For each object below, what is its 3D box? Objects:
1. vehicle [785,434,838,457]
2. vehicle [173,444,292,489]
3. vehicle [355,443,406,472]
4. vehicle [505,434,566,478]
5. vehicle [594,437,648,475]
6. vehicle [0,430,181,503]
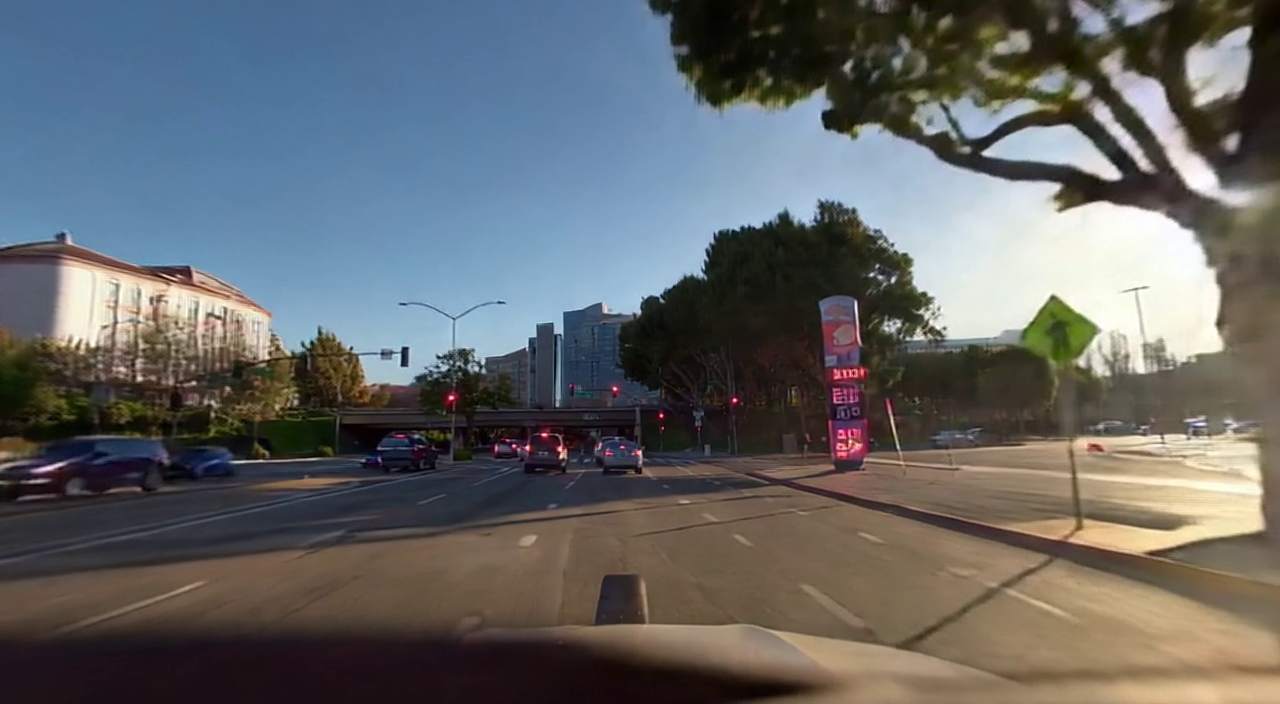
[{"bbox_3d":[13.022,7.089,47.770,4.166,1.622,1.908,8,-12,-43],"label":"vehicle"},{"bbox_3d":[-15.799,4.430,24.864,1.968,1.557,4.650,1,-9,-6],"label":"vehicle"},{"bbox_3d":[-17.803,7.256,43.542,1.985,1.537,4.013,-5,-6,-4],"label":"vehicle"},{"bbox_3d":[-4.181,4.235,26.030,2.057,1.610,4.891,0,-9,-4],"label":"vehicle"},{"bbox_3d":[-0.885,4.516,27.653,2.176,1.489,4.518,0,-9,-3],"label":"vehicle"},{"bbox_3d":[-19.141,3.849,21.731,2.655,2.126,5.813,0,-9,-5],"label":"vehicle"}]
